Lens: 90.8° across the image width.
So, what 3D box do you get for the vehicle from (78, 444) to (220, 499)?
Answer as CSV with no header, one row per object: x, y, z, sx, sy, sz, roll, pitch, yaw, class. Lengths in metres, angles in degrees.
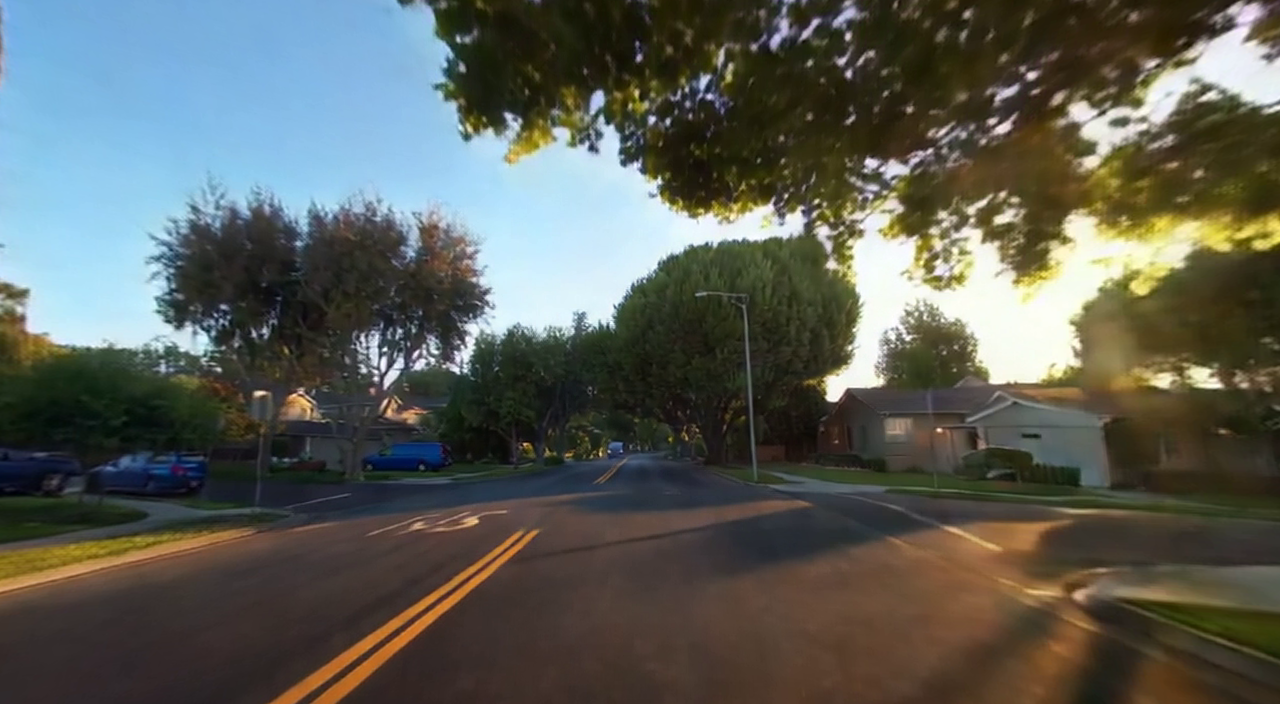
-17.528,4.193,22.537,4.876,1.763,2.016,-5,-10,27,vehicle

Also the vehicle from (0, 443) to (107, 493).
-25.177,4.779,26.479,5.987,1.881,2.249,-5,-10,30,vehicle

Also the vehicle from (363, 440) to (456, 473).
-13.776,6.237,38.077,2.145,1.839,4.837,-6,-10,34,vehicle
